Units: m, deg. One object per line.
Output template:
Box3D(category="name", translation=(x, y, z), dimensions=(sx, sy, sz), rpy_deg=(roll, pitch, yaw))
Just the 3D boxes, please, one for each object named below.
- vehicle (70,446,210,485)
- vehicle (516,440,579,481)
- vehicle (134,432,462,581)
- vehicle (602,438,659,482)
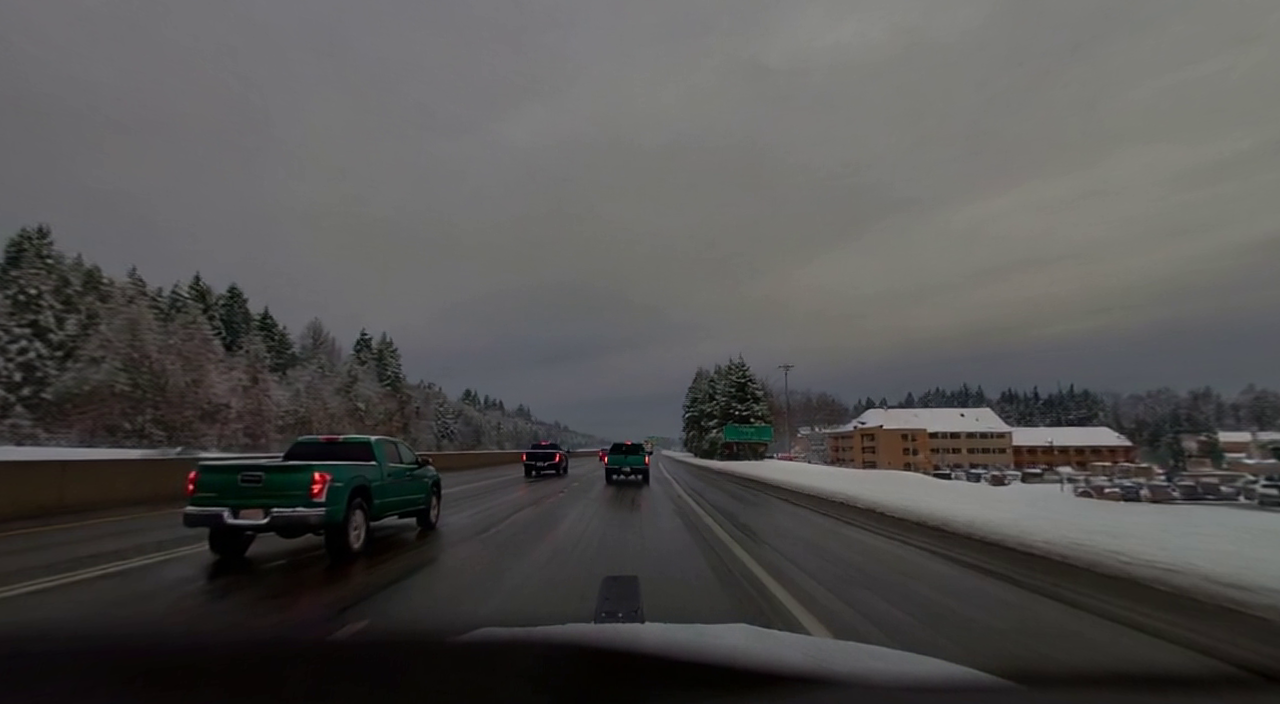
Box3D(category="vehicle", translation=(-21.043, 4.757, 26.912), dimensions=(1.960, 1.475, 4.762), rpy_deg=(0, -8, 1))
Box3D(category="vehicle", translation=(-4.192, 5.027, 29.659), dimensions=(2.038, 1.704, 5.181), rpy_deg=(0, -8, 2))
Box3D(category="vehicle", translation=(-4.069, 1.880, 8.600), dimensions=(1.936, 1.470, 4.402), rpy_deg=(0, -8, 1))
Box3D(category="vehicle", translation=(-0.313, 4.707, 27.810), dimensions=(2.293, 1.753, 4.380), rpy_deg=(0, -8, 2))
